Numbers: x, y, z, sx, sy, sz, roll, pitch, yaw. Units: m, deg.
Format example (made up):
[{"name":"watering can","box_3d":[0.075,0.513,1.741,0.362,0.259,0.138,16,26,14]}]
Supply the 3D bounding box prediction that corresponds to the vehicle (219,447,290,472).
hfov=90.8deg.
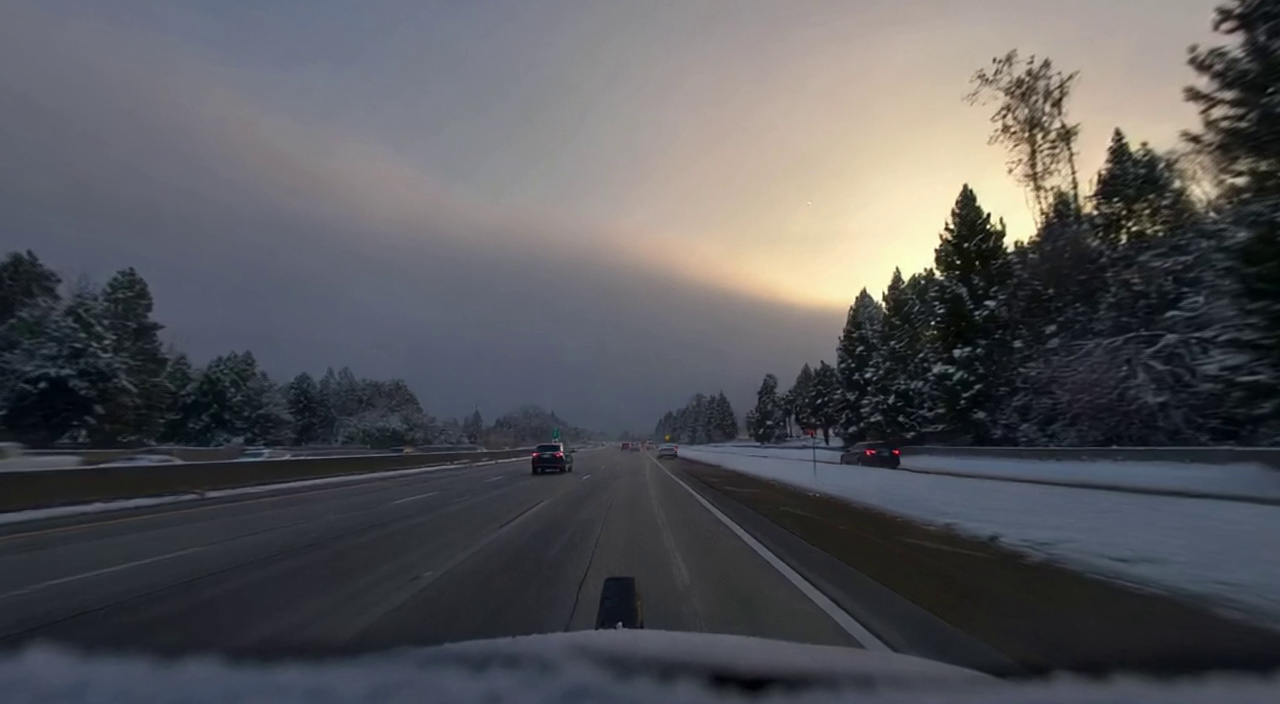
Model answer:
[{"name":"vehicle","box_3d":[-27.448,7.633,45.169,2.027,1.615,4.717,0,-9,1]}]

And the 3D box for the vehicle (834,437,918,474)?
[{"name":"vehicle","box_3d":[12.373,5.472,33.525,2.344,1.783,5.196,0,-9,-1]}]

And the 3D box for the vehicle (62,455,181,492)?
[{"name":"vehicle","box_3d":[-23.764,5.533,29.204,1.747,1.444,4.506,-1,-8,-1]}]

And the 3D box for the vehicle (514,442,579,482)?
[{"name":"vehicle","box_3d":[-3.793,4.543,26.433,2.052,1.510,4.301,0,-9,1]}]
